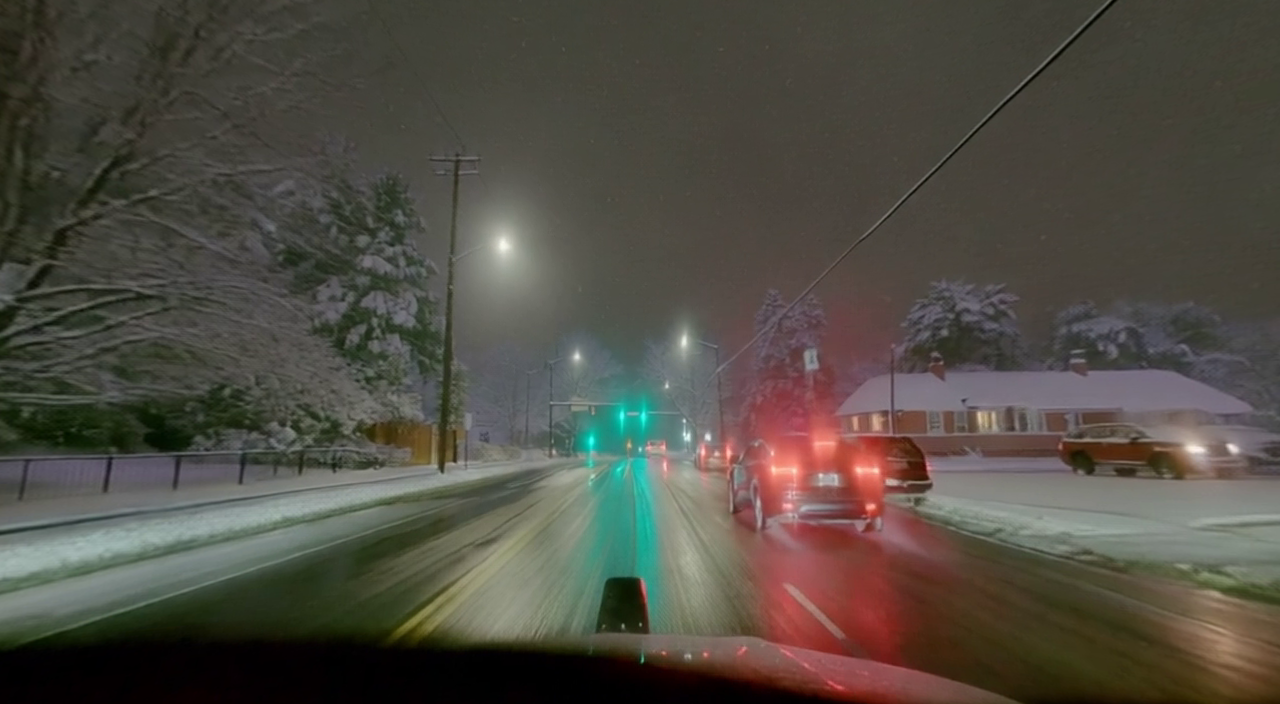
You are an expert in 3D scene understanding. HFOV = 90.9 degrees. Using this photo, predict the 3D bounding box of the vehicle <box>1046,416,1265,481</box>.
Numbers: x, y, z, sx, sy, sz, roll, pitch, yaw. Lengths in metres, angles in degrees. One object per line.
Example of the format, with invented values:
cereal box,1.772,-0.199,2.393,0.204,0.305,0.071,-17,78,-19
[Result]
vehicle,16.528,3.210,20.792,2.478,1.836,5.409,0,-9,-2

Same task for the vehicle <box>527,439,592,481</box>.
vehicle,-3.117,4.266,25.282,2.012,1.505,4.205,0,-8,1

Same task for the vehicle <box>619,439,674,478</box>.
vehicle,0.241,4.370,26.266,2.101,1.467,4.210,0,-8,0

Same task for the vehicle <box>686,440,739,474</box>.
vehicle,3.308,4.875,29.512,1.943,1.484,4.030,0,-8,-1

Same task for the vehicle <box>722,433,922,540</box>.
vehicle,2.856,2.219,11.151,2.158,1.483,4.415,0,-8,-1
